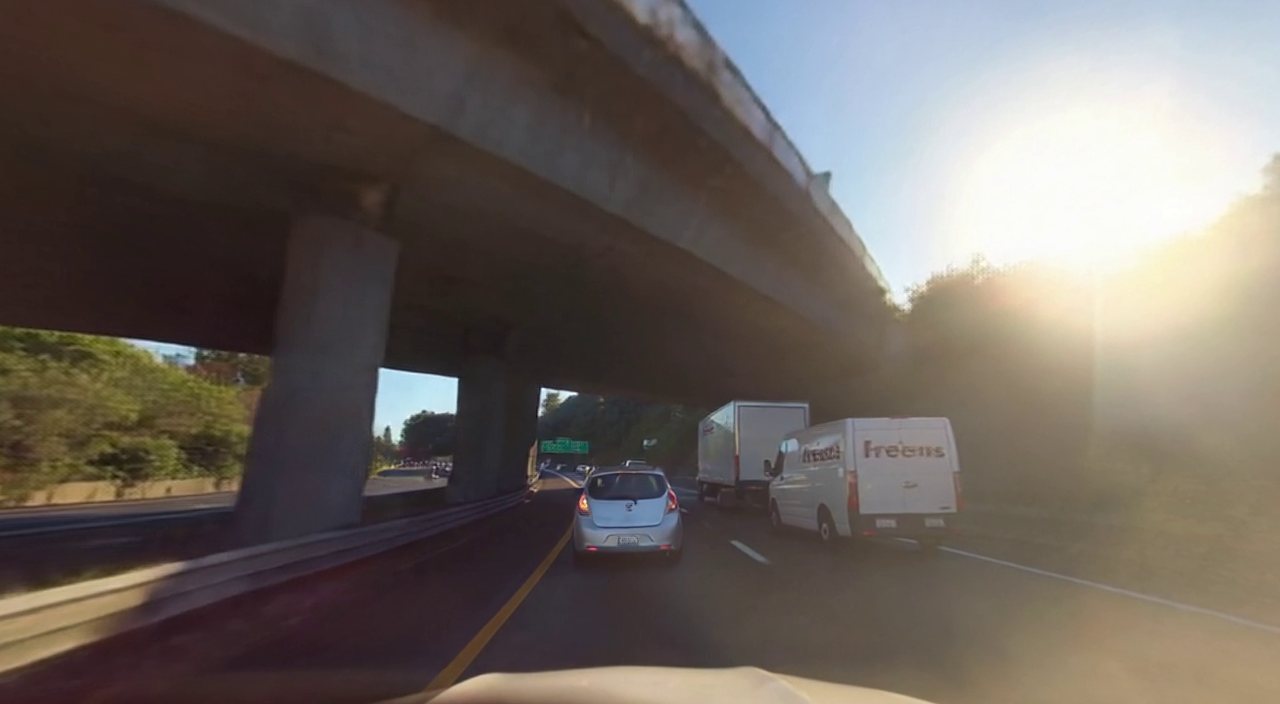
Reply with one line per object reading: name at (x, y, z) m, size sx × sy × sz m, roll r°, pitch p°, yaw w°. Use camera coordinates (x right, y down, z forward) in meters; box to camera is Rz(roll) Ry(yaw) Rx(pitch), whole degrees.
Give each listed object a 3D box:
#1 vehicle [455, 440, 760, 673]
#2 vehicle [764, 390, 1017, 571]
vehicle at (-0.248, 1.668, 5.906) m, size 1.980 × 1.493 × 3.410 m, roll 1°, pitch -11°, yaw -2°
vehicle at (4.080, 2.314, 11.689) m, size 2.328 × 2.537 × 5.290 m, roll 1°, pitch -11°, yaw -2°
